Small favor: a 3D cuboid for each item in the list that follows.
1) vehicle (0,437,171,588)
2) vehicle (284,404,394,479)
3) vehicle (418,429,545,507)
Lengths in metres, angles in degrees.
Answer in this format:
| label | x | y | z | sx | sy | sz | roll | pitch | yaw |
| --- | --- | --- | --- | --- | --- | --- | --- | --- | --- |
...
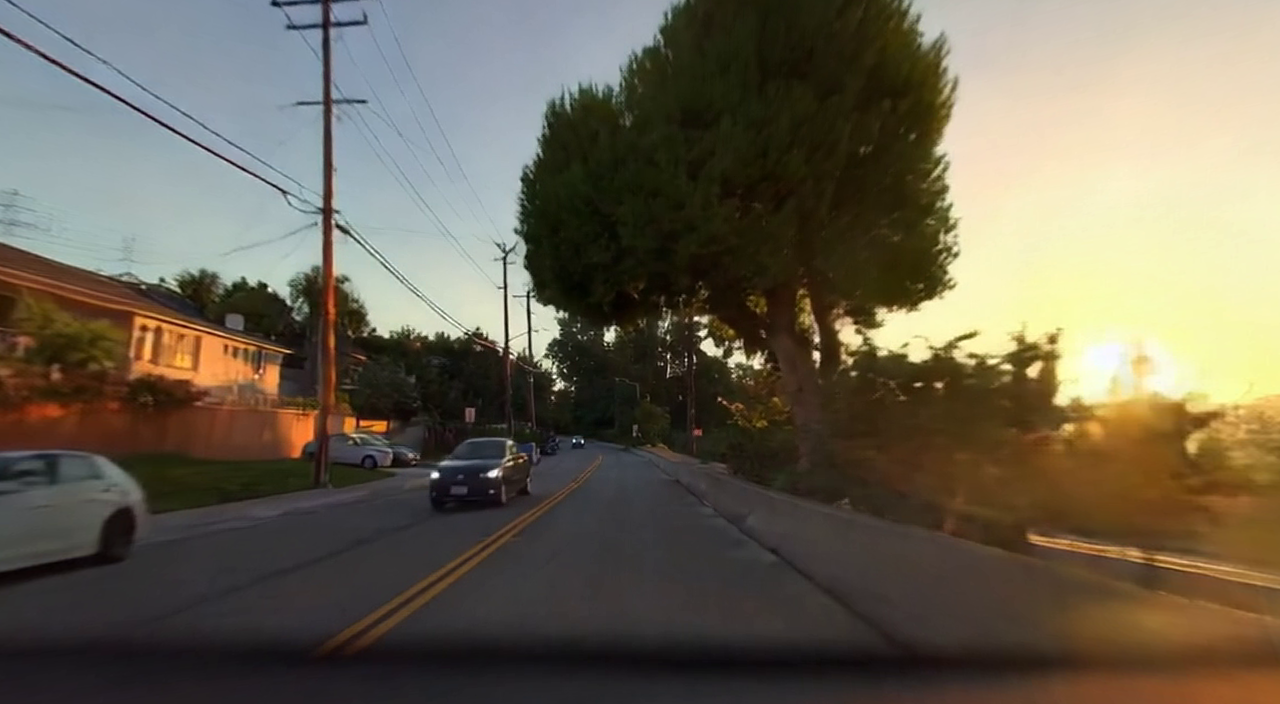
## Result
| label | x | y | z | sx | sy | sz | roll | pitch | yaw |
| --- | --- | --- | --- | --- | --- | --- | --- | --- | --- |
| vehicle | -7.492 | 1.761 | 7.181 | 1.744 | 1.538 | 3.331 | 1 | -9 | -2 |
| vehicle | -11.919 | 3.649 | 25.612 | 2.451 | 2.641 | 5.869 | 1 | -9 | -10 |
| vehicle | -3.826 | 2.883 | 16.192 | 2.103 | 1.690 | 4.508 | 0 | -8 | 0 |
